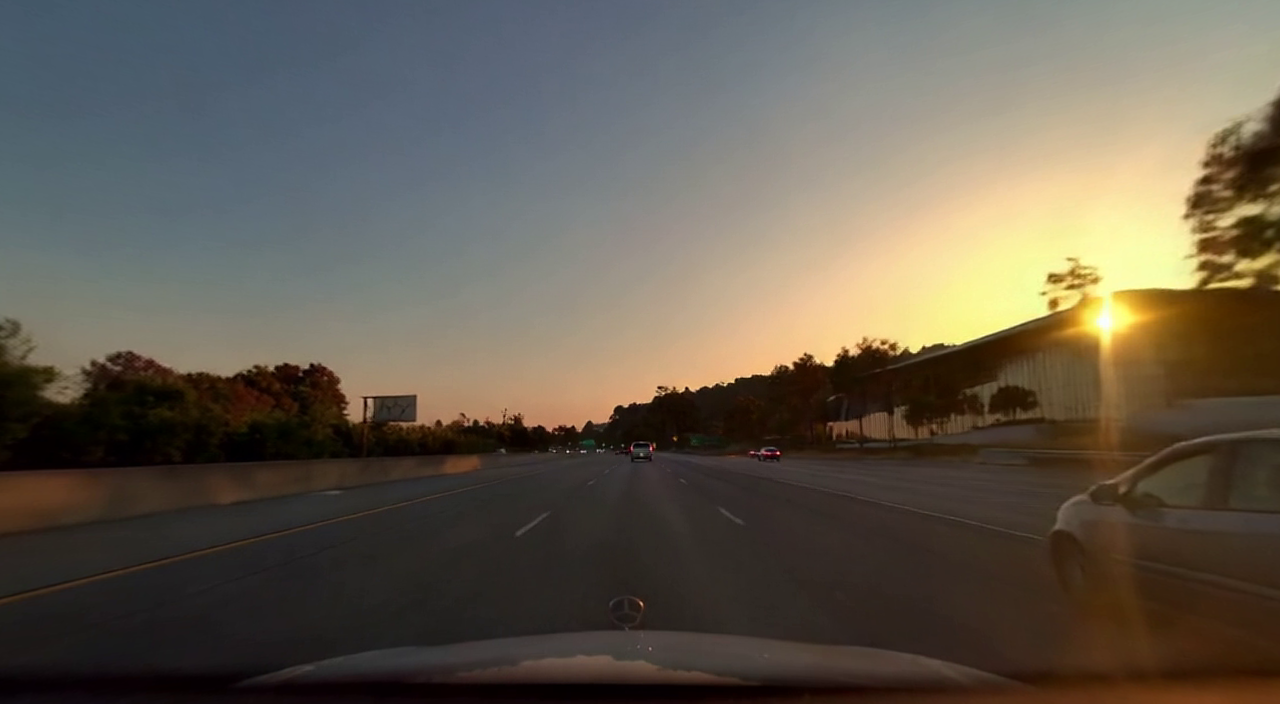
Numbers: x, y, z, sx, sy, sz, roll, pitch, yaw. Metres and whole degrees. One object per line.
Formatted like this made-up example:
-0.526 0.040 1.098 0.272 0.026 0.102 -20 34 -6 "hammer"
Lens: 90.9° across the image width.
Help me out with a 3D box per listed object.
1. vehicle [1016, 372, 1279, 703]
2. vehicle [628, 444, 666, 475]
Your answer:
3.822 0.788 2.097 2.008 1.595 5.082 0 -9 0 "vehicle"
0.375 6.028 35.589 2.015 1.639 4.086 0 -9 1 "vehicle"
